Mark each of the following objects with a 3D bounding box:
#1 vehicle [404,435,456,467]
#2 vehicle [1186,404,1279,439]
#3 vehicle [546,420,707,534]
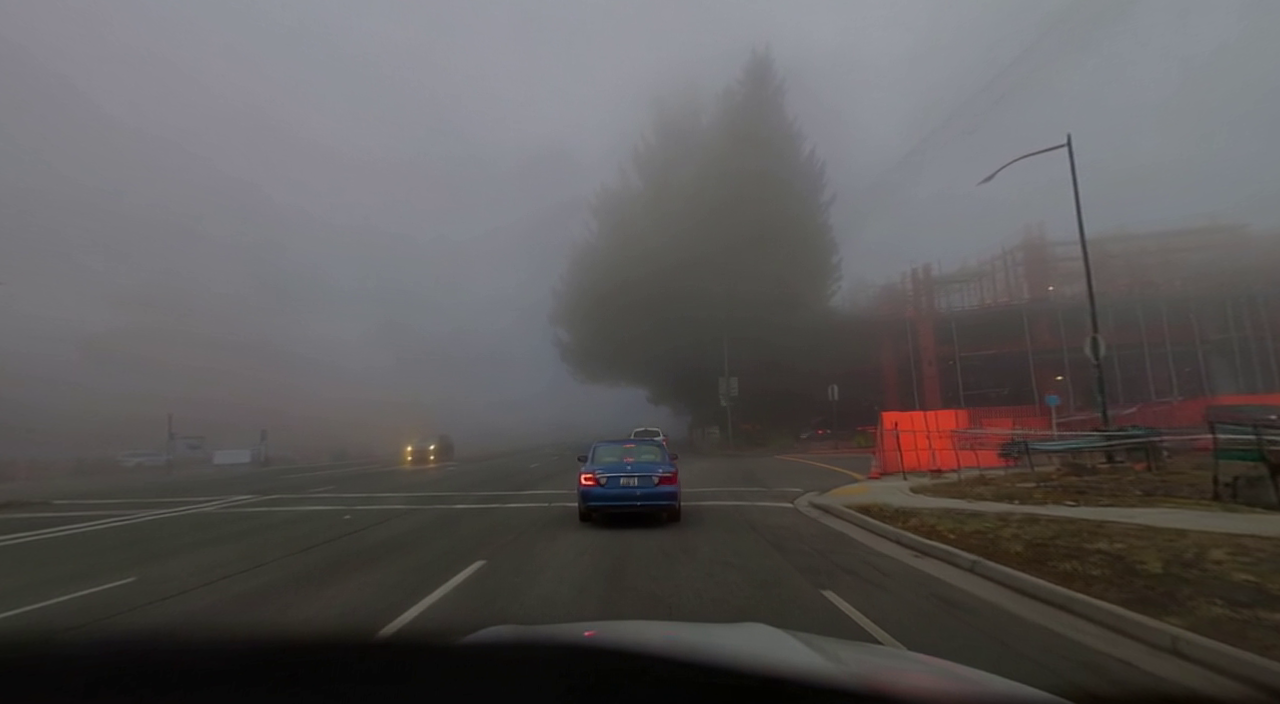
[{"bbox_3d":[-10.460,4.863,31.160,2.072,1.465,4.394,3,-9,-22],"label":"vehicle"},{"bbox_3d":[27.732,3.142,28.365,4.455,1.494,1.926,0,-8,0],"label":"vehicle"},{"bbox_3d":[-0.171,1.951,10.390,2.112,1.482,4.076,0,-8,0],"label":"vehicle"}]
